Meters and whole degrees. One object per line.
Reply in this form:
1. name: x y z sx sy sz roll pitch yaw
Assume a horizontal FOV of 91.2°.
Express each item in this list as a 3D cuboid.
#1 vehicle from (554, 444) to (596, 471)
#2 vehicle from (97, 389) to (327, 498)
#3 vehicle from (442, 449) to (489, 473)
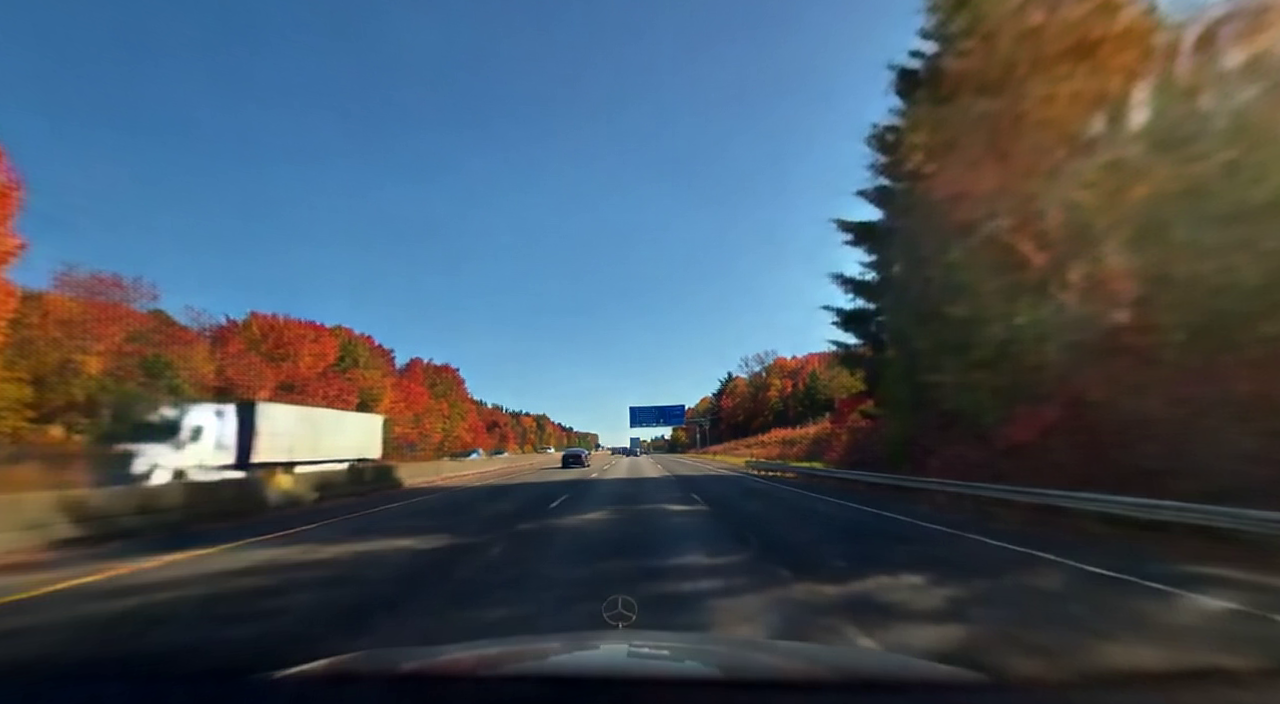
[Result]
1. vehicle: -4.040 6.649 39.788 2.153 1.577 4.707 0 -9 0
2. vehicle: -18.557 4.215 28.634 2.987 4.035 10.612 0 -9 0
3. vehicle: -11.421 7.140 41.181 1.859 1.504 4.035 0 -9 1
